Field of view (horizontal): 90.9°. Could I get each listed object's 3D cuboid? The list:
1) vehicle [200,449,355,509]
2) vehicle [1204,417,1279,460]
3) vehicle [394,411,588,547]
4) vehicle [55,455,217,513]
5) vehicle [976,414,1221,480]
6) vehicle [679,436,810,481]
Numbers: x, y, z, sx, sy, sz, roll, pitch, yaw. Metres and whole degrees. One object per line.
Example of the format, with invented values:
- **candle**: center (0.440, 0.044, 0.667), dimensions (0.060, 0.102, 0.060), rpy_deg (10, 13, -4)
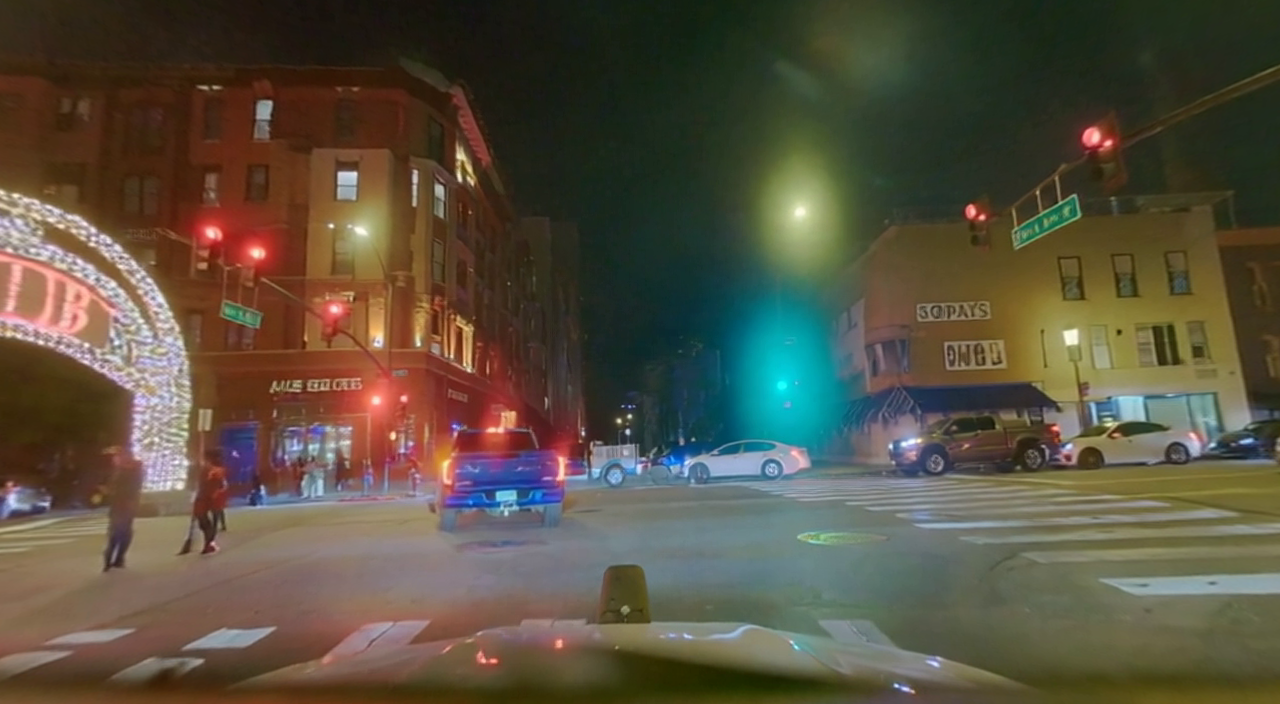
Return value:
- **vehicle**: center (-13.871, 4.869, 24.340), dimensions (4.799, 1.909, 2.011), rpy_deg (-3, -7, 2)
- **vehicle**: center (25.306, 3.460, 25.167), dimensions (3.662, 1.666, 1.937), rpy_deg (0, -8, -1)
- **vehicle**: center (-3.232, 2.346, 12.522), dimensions (2.477, 2.020, 5.534), rpy_deg (4, -9, -26)
- **vehicle**: center (-19.259, 5.037, 24.253), dimensions (4.398, 2.057, 1.959), rpy_deg (0, -8, -2)
- **vehicle**: center (11.172, 2.344, 15.600), dimensions (4.600, 1.506, 1.878), rpy_deg (0, -8, -2)
- **vehicle**: center (3.724, 3.898, 23.182), dimensions (4.515, 1.583, 1.920), rpy_deg (0, -8, 2)
